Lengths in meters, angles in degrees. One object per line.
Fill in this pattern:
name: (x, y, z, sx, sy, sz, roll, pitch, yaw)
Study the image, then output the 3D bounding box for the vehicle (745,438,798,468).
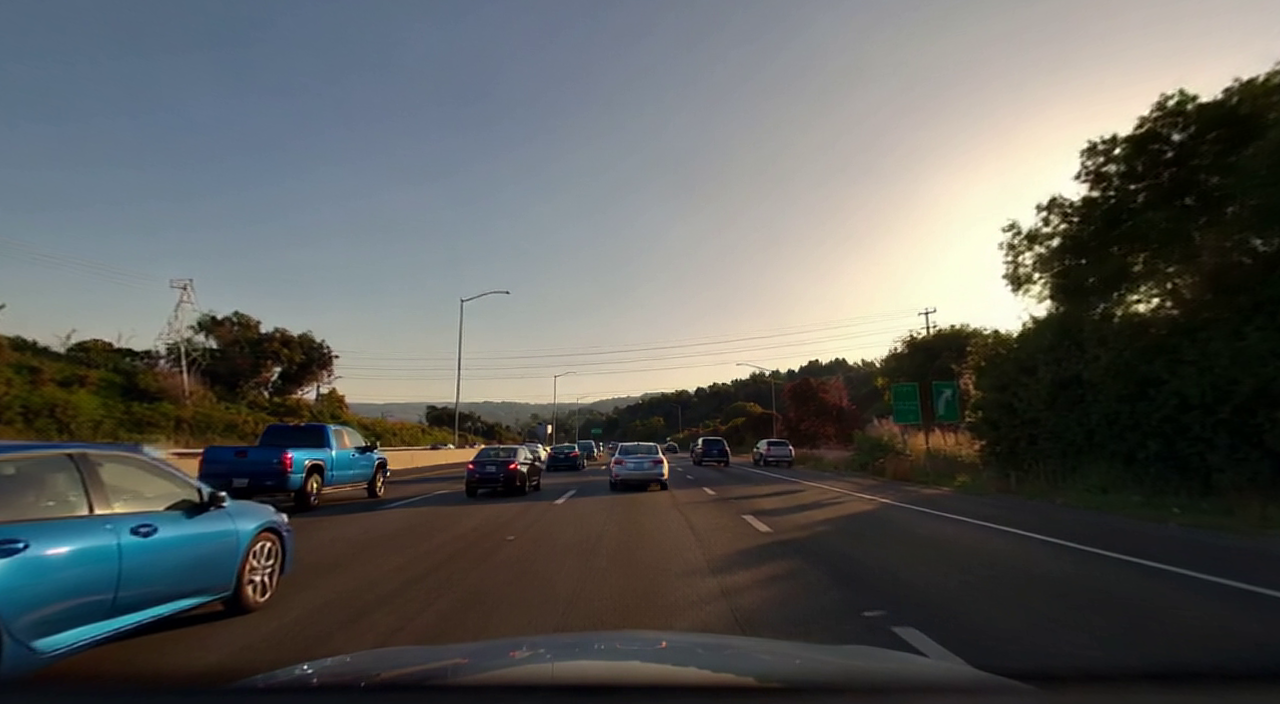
vehicle: (7.754, 5.996, 37.713, 1.969, 1.608, 4.865, 0, -8, -1)

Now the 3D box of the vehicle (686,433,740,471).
vehicle: (3.777, 5.313, 33.751, 2.113, 1.800, 5.376, 0, -8, -2)

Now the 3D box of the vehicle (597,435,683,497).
vehicle: (-0.023, 3.143, 17.839, 2.102, 1.499, 4.439, 0, -8, -1)

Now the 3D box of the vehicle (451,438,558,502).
vehicle: (-3.362, 2.995, 16.521, 1.899, 1.437, 4.131, 0, -8, 0)

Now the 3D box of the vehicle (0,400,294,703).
vehicle: (-3.671, 0.929, 2.479, 1.955, 1.481, 4.604, 0, -8, 1)
